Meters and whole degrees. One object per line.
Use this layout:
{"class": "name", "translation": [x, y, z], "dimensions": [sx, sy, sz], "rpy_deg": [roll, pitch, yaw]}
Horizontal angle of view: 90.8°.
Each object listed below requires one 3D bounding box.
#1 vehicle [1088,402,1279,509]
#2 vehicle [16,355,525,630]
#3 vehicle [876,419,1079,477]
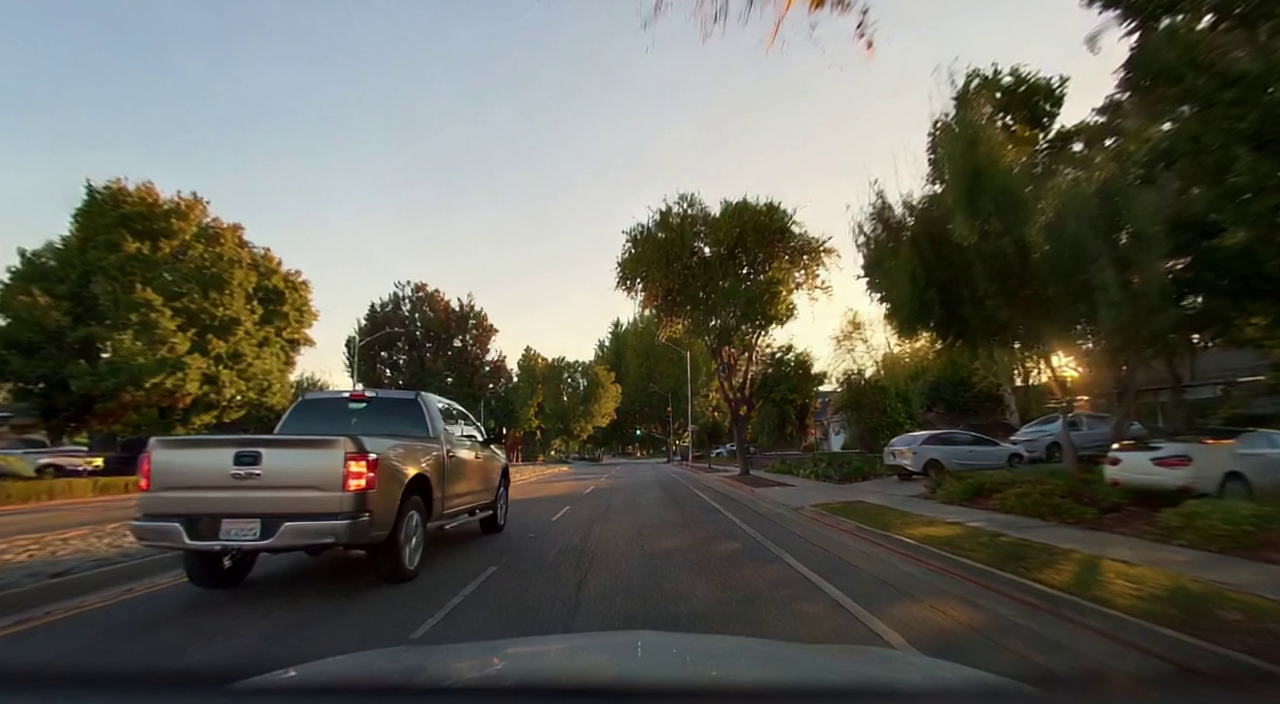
{"class": "vehicle", "translation": [11.022, 1.597, 10.665], "dimensions": [5.237, 1.495, 2.073], "rpy_deg": [-4, -9, 0]}
{"class": "vehicle", "translation": [-3.237, 1.458, 7.620], "dimensions": [2.508, 2.001, 5.880], "rpy_deg": [0, -9, 1]}
{"class": "vehicle", "translation": [9.619, 2.779, 18.299], "dimensions": [4.696, 1.555, 2.009], "rpy_deg": [0, -9, -2]}
